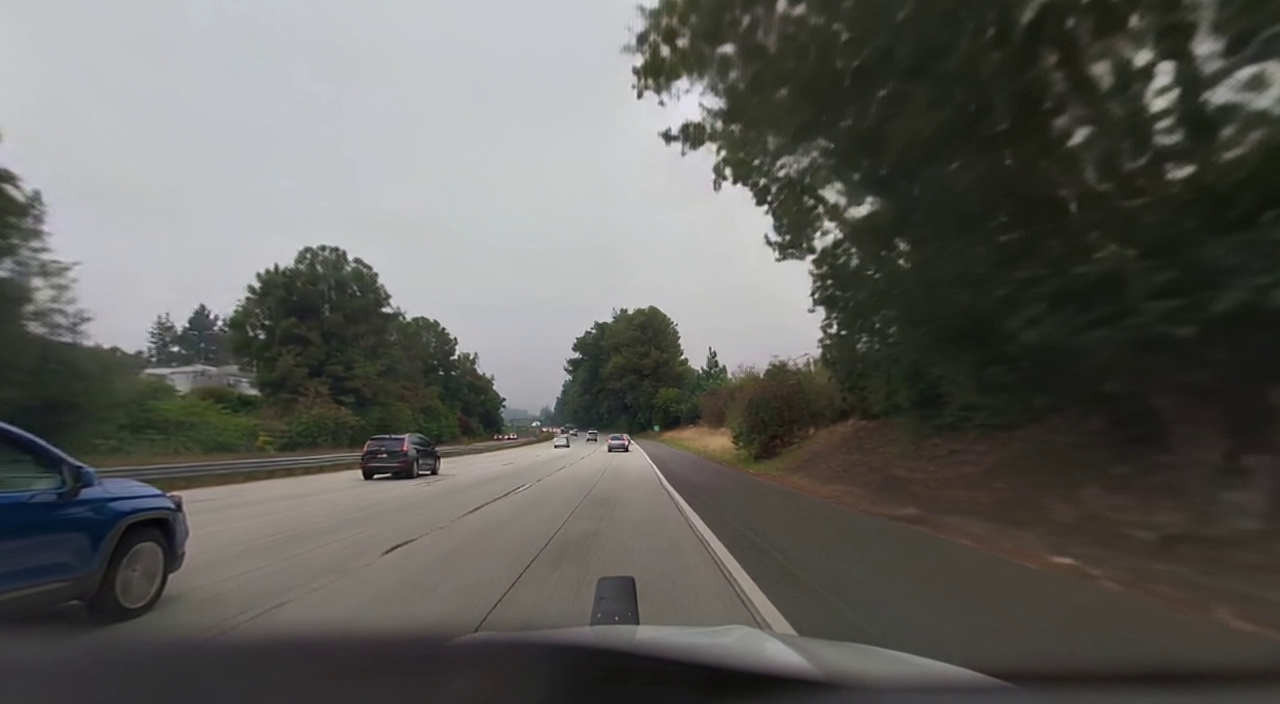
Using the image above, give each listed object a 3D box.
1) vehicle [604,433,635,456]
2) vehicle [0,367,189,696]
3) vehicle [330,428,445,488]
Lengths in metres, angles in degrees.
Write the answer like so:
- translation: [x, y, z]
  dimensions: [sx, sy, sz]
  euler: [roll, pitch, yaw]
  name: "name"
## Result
- translation: [-1.515, 6.955, 47.478]
  dimensions: [2.178, 1.658, 3.916]
  euler: [0, -8, -1]
  name: "vehicle"
- translation: [-4.446, 0.834, 2.391]
  dimensions: [2.069, 1.748, 4.652]
  euler: [0, -8, -1]
  name: "vehicle"
- translation: [-8.064, 3.390, 20.626]
  dimensions: [1.964, 1.745, 4.338]
  euler: [0, -8, 0]
  name: "vehicle"
